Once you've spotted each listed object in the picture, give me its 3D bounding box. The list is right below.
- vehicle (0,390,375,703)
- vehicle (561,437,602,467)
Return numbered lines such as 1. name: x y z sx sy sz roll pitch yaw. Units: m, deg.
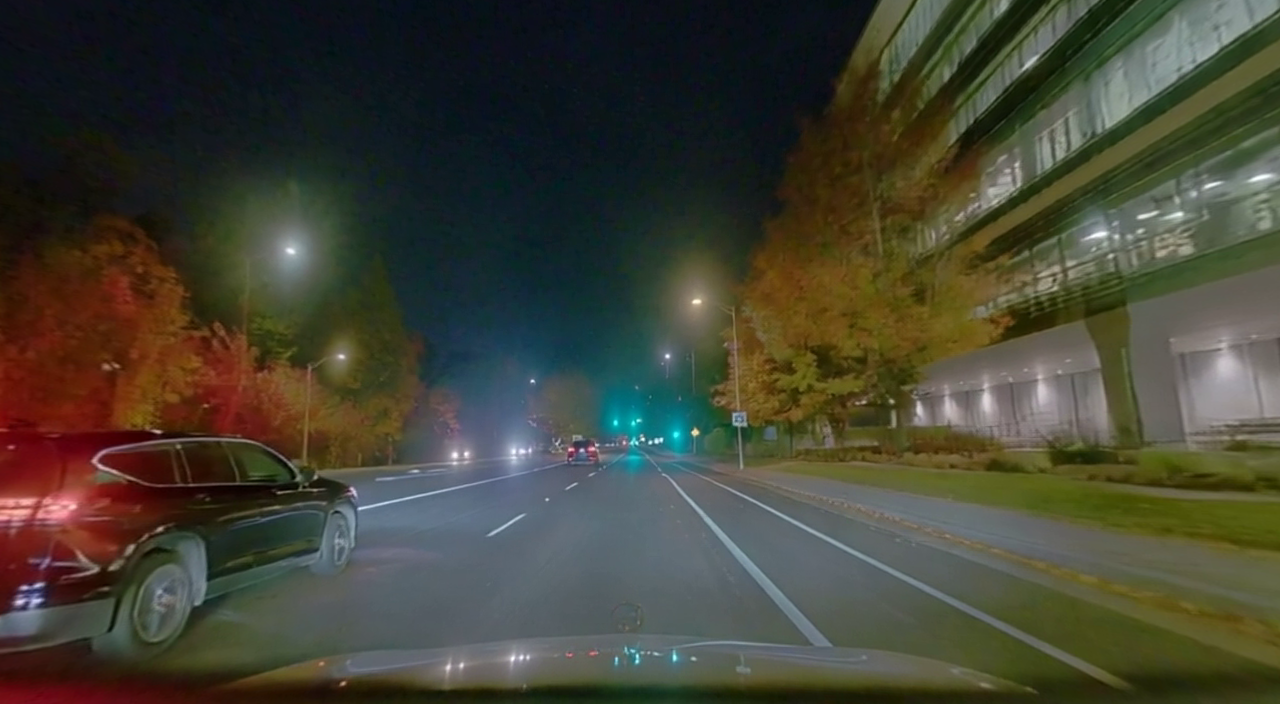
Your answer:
1. vehicle: -3.993 1.235 4.888 1.923 1.528 4.309 0 -9 1
2. vehicle: -3.605 6.250 39.459 2.112 1.779 4.489 0 -9 0
